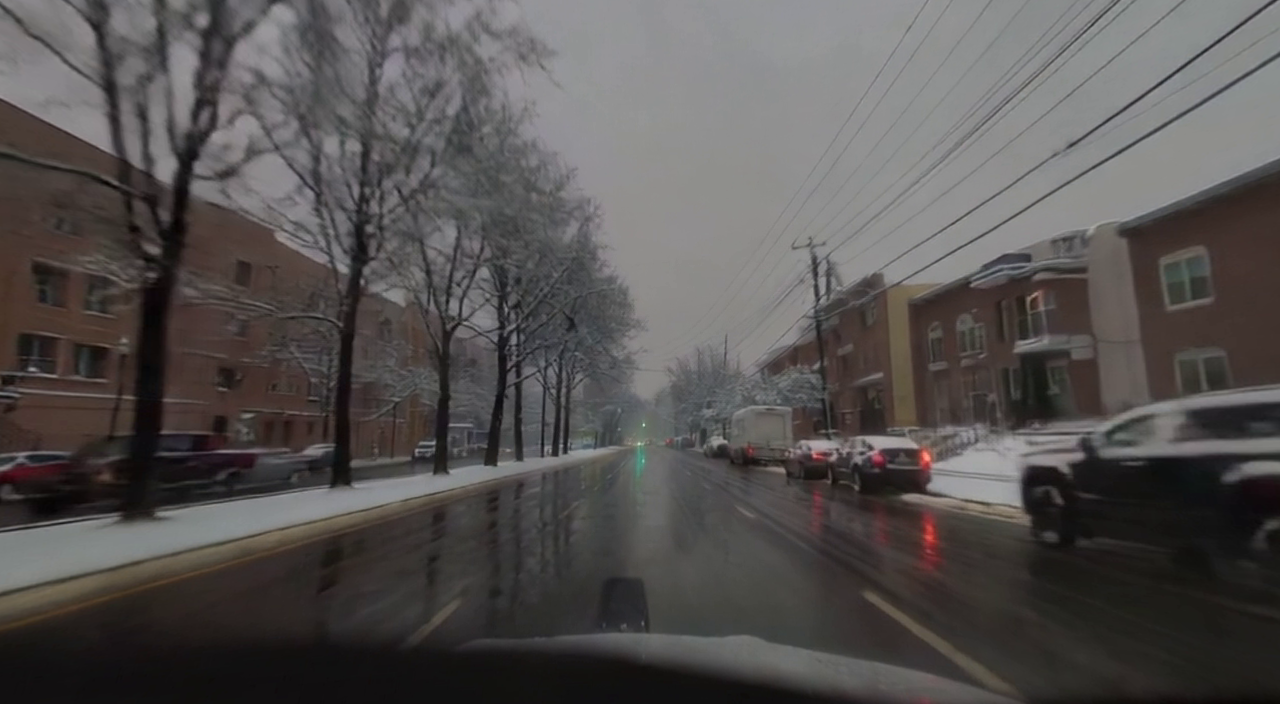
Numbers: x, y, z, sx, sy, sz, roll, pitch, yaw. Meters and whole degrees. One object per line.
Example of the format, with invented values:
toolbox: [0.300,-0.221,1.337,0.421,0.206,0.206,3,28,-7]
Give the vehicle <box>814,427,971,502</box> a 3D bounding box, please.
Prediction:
vehicle: [7.022,3.205,18.395,2.258,1.845,5.381,0,-9,-1]

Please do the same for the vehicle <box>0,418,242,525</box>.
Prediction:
vehicle: [-12.042,2.615,14.370,2.418,1.978,5.196,0,-9,1]

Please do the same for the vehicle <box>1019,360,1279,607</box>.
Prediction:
vehicle: [6.780,1.221,6.032,2.563,2.090,6.077,0,-9,1]

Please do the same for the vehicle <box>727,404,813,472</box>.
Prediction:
vehicle: [7.034,4.972,35.701,2.761,3.342,8.958,0,-9,-1]

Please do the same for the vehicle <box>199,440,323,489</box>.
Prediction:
vehicle: [-15.253,4.495,25.744,1.932,1.784,4.751,-1,-8,3]

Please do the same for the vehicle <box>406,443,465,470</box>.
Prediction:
vehicle: [-11.769,6.032,36.573,1.853,1.498,4.465,0,-9,0]
